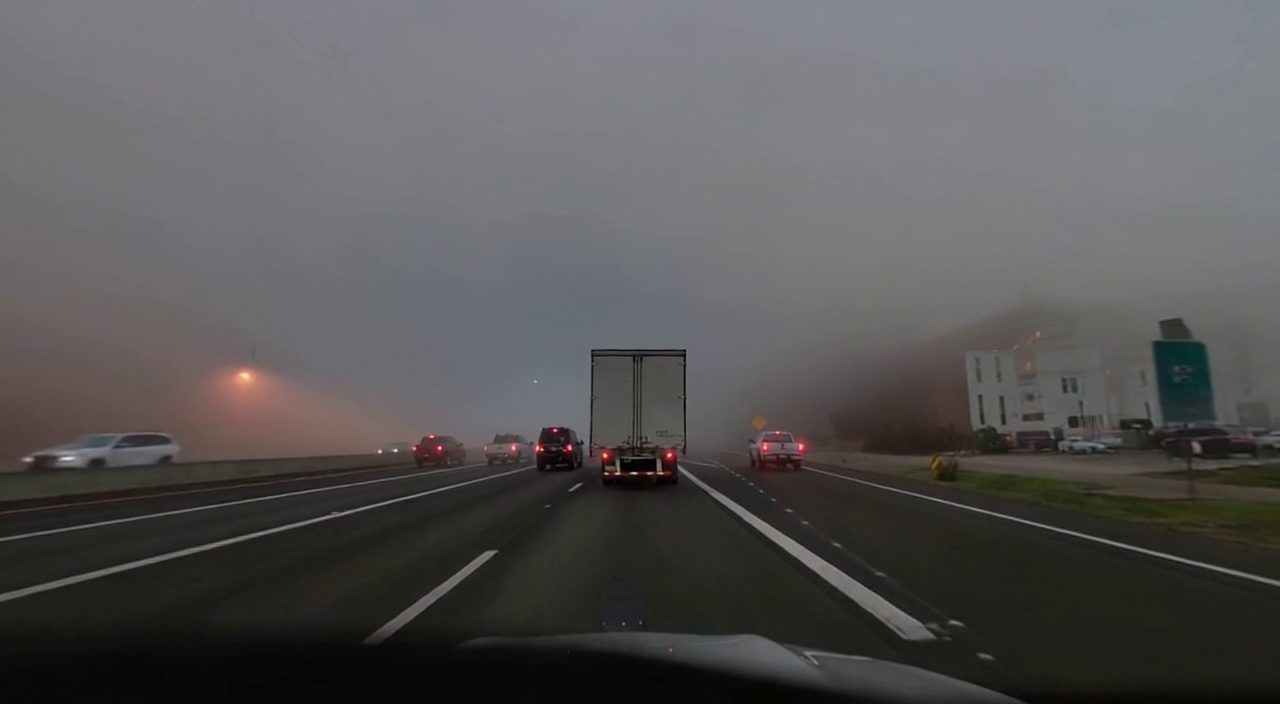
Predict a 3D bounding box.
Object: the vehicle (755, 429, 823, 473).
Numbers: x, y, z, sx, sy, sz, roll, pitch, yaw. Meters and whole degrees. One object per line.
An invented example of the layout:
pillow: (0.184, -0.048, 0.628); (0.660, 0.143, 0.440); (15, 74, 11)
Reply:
vehicle: (6.670, 4.504, 28.774); (2.137, 1.796, 4.817); (0, -9, 3)

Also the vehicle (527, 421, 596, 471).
vehicle: (-3.530, 4.424, 29.694); (2.379, 2.075, 6.169); (0, -9, 0)

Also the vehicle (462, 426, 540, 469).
vehicle: (-6.860, 4.844, 31.986); (2.479, 1.978, 5.952); (0, -9, 1)

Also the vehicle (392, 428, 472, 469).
vehicle: (-10.575, 4.990, 32.658); (2.089, 1.885, 5.888); (0, -9, 1)

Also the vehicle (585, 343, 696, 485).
vehicle: (-0.057, 2.374, 21.805); (2.941, 3.794, 9.851); (0, -9, -1)

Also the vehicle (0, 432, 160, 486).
vehicle: (-17.609, 3.286, 19.607); (1.944, 1.488, 4.297); (0, -9, 0)

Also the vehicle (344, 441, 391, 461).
vehicle: (-21.162, 7.718, 49.131); (1.775, 1.450, 4.104); (0, -9, 1)
